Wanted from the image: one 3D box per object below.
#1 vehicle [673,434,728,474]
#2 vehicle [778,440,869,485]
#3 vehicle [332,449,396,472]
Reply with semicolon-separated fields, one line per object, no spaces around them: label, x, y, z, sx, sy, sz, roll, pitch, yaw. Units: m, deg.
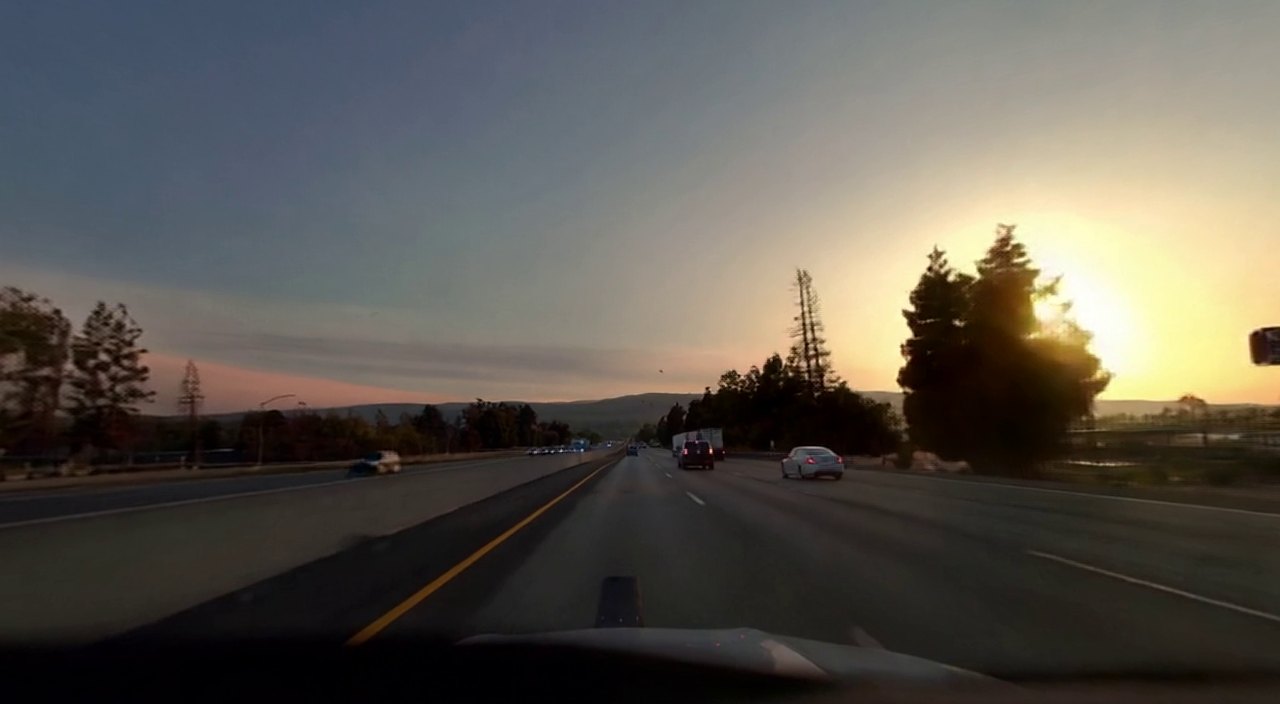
vehicle;2.938;5.103;31.872;2.258;1.824;4.908;0;-9;-1
vehicle;6.572;3.998;23.166;2.009;1.456;4.097;0;-9;-2
vehicle;-18.152;7.143;41.757;2.078;1.342;4.590;0;-8;1
